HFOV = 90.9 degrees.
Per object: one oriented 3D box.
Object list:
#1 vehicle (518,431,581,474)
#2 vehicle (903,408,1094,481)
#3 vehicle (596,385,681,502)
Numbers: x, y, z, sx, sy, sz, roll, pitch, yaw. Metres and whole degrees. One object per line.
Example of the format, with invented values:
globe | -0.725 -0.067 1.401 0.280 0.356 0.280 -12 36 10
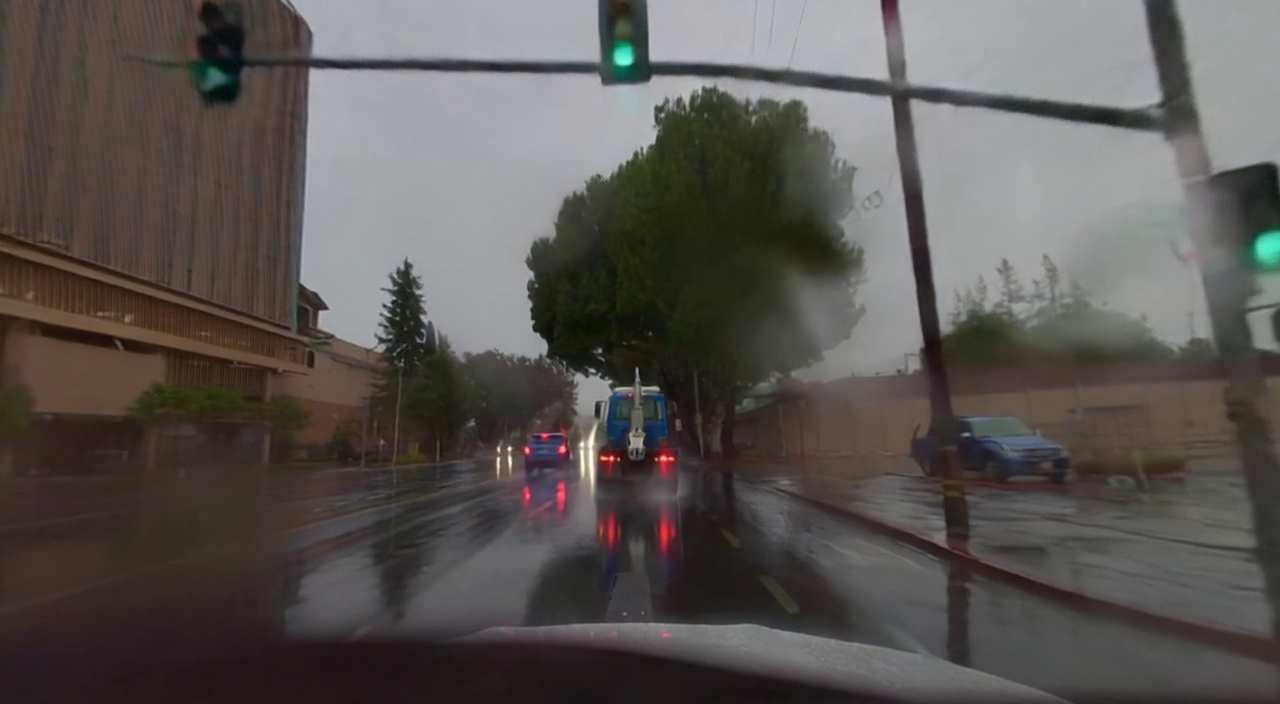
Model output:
vehicle | -3.848 4.366 27.488 2.081 1.688 4.235 0 -9 0
vehicle | 10.066 2.661 18.299 2.186 1.783 4.716 0 -8 -10
vehicle | -0.230 3.510 24.489 2.552 3.461 11.044 0 -8 -2
